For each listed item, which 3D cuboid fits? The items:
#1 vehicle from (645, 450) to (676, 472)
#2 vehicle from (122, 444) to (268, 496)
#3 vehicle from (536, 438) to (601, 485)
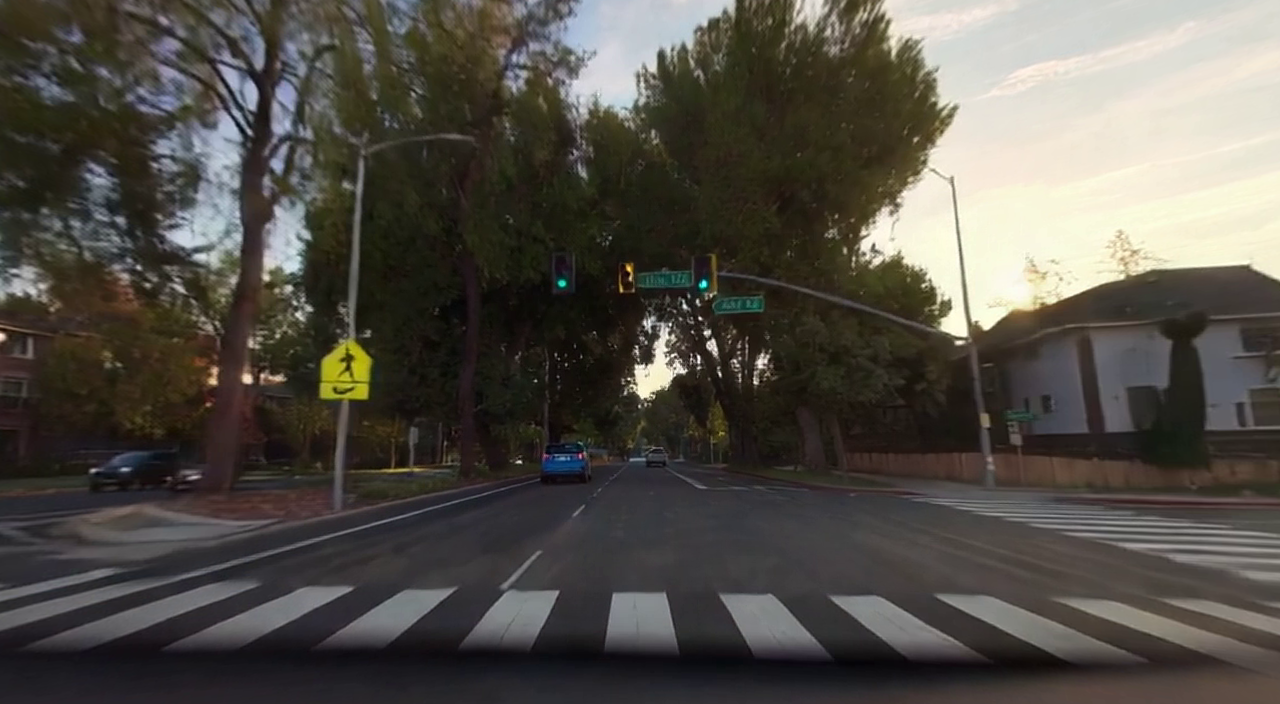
[{"bbox_3d":[1.403,7.821,45.293,2.075,1.480,3.920,0,-9,-1],"label":"vehicle"},{"bbox_3d":[-15.541,4.112,22.373,1.990,1.650,4.283,0,-9,0],"label":"vehicle"},{"bbox_3d":[-2.920,4.594,26.780,2.150,1.812,4.423,0,-9,1],"label":"vehicle"}]
